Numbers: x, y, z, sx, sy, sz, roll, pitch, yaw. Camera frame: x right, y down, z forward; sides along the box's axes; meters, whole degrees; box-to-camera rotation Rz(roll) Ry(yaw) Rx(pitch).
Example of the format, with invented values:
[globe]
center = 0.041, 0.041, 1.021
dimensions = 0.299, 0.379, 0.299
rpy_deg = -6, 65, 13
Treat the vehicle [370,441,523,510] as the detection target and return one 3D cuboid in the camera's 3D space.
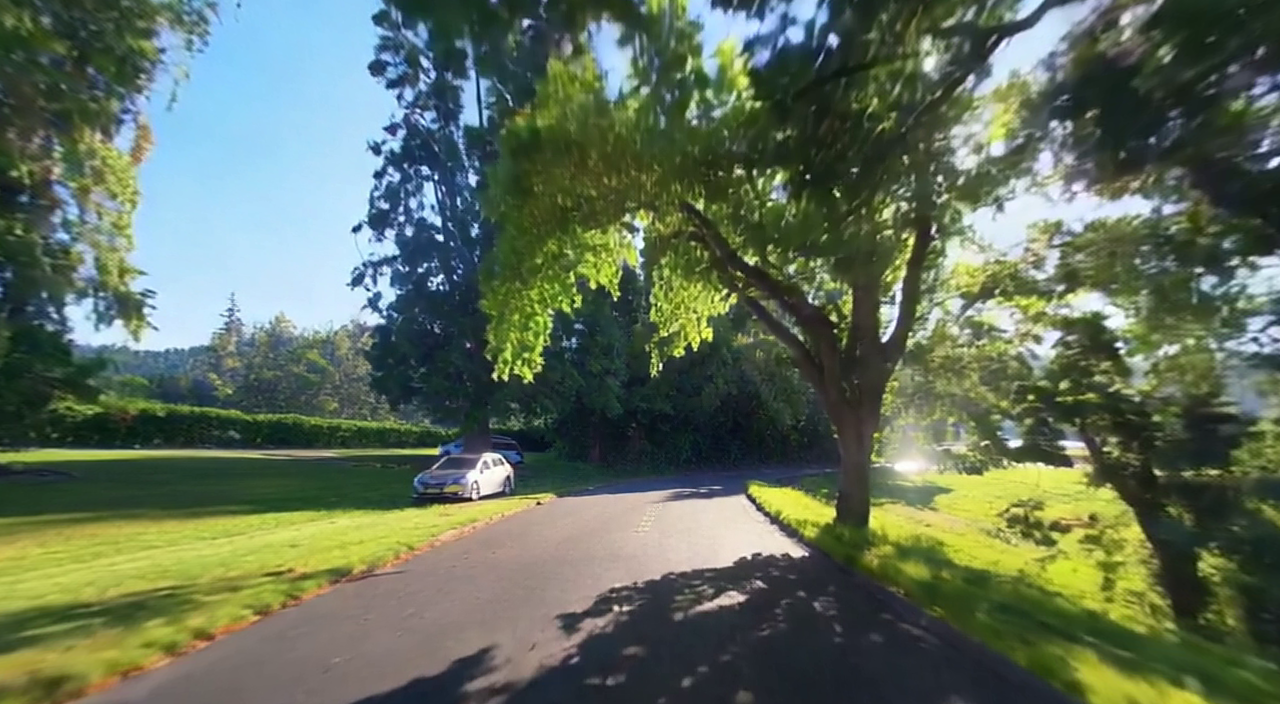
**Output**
[vehicle]
center = -4.800, 3.141, 16.535
dimensions = 2.166, 1.512, 4.822
rpy_deg = 0, -9, 5
